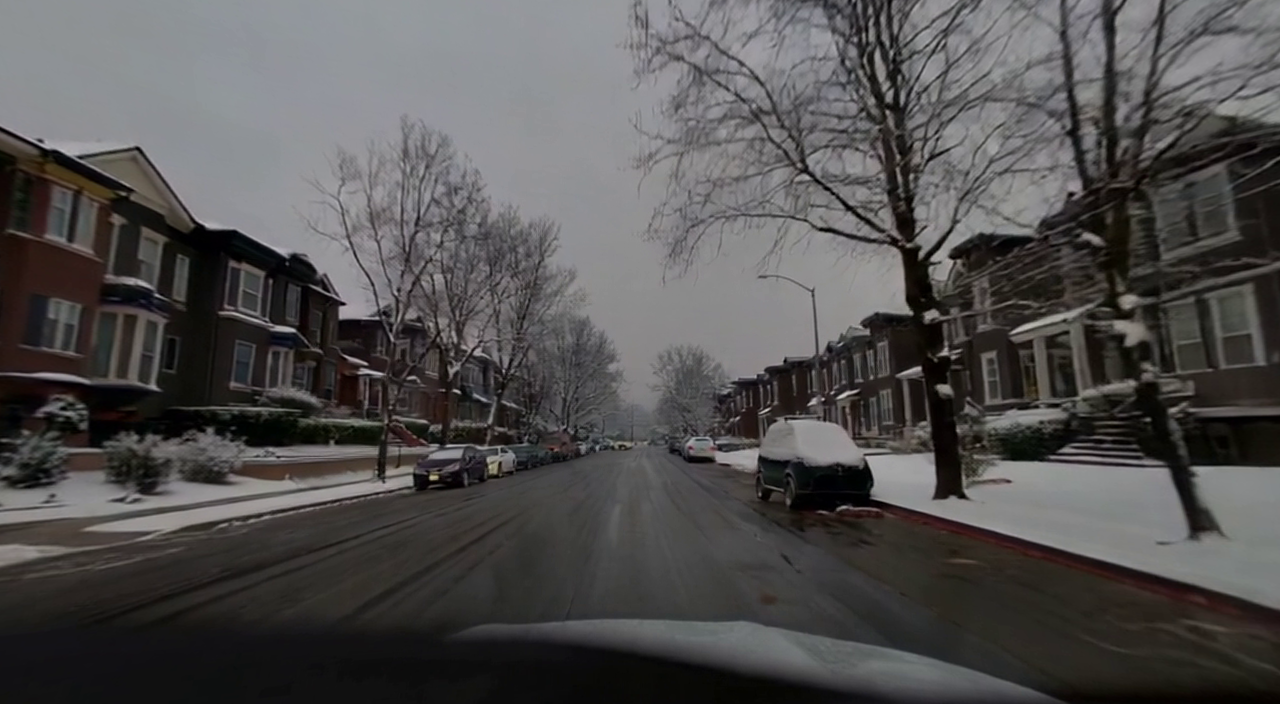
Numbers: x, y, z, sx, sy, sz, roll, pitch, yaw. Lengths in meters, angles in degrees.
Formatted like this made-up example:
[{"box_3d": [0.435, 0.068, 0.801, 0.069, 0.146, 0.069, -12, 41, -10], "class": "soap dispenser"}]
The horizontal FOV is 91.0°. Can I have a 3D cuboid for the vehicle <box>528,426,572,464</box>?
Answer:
[{"box_3d": [-6.723, 7.137, 47.855, 2.341, 2.674, 5.753, -1, -10, 1], "class": "vehicle"}]

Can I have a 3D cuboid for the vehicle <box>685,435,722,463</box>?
[{"box_3d": [4.708, 7.331, 47.662, 2.216, 1.955, 4.970, 0, -8, -1], "class": "vehicle"}]

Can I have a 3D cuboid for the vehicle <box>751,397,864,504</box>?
[{"box_3d": [4.142, 2.495, 15.992, 2.158, 2.478, 2.078, -1, -9, -1], "class": "vehicle"}]

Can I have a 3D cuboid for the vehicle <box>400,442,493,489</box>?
[{"box_3d": [-6.913, 4.113, 23.073, 2.003, 1.501, 4.779, -1, -9, -1], "class": "vehicle"}]
